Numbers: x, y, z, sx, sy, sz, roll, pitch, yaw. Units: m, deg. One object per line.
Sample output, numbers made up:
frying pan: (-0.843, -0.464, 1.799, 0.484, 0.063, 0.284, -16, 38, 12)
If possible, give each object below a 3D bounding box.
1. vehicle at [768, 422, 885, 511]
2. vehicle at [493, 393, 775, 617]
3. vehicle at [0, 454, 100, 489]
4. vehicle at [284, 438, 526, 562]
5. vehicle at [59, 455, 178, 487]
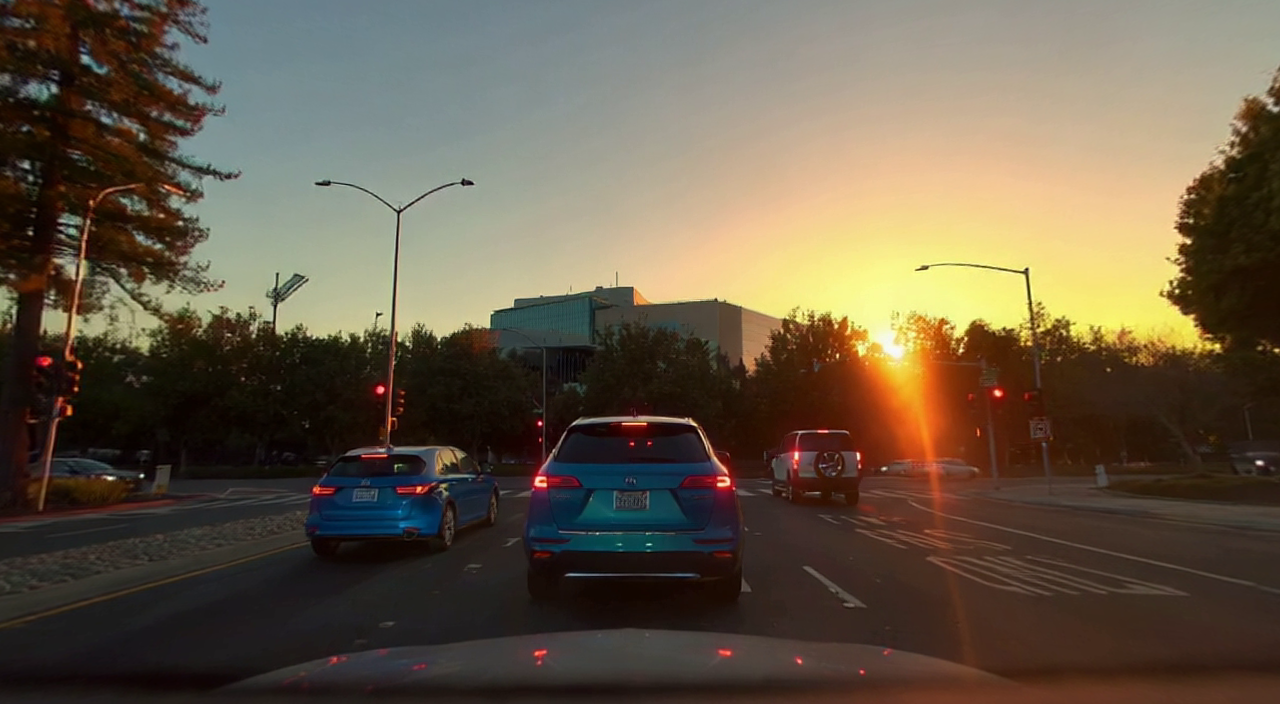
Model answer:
vehicle: (4.798, 3.000, 16.921, 2.084, 2.053, 4.073, -1, -8, 4)
vehicle: (-0.040, 1.520, 7.179, 2.203, 1.757, 4.286, 0, -8, 0)
vehicle: (-27.056, 5.277, 27.954, 4.198, 1.444, 1.765, 2, -9, -15)
vehicle: (-3.205, 2.093, 9.764, 1.913, 1.453, 4.413, 0, -8, 2)
vehicle: (-26.001, 5.945, 31.603, 4.140, 1.444, 1.742, 2, -9, -15)
